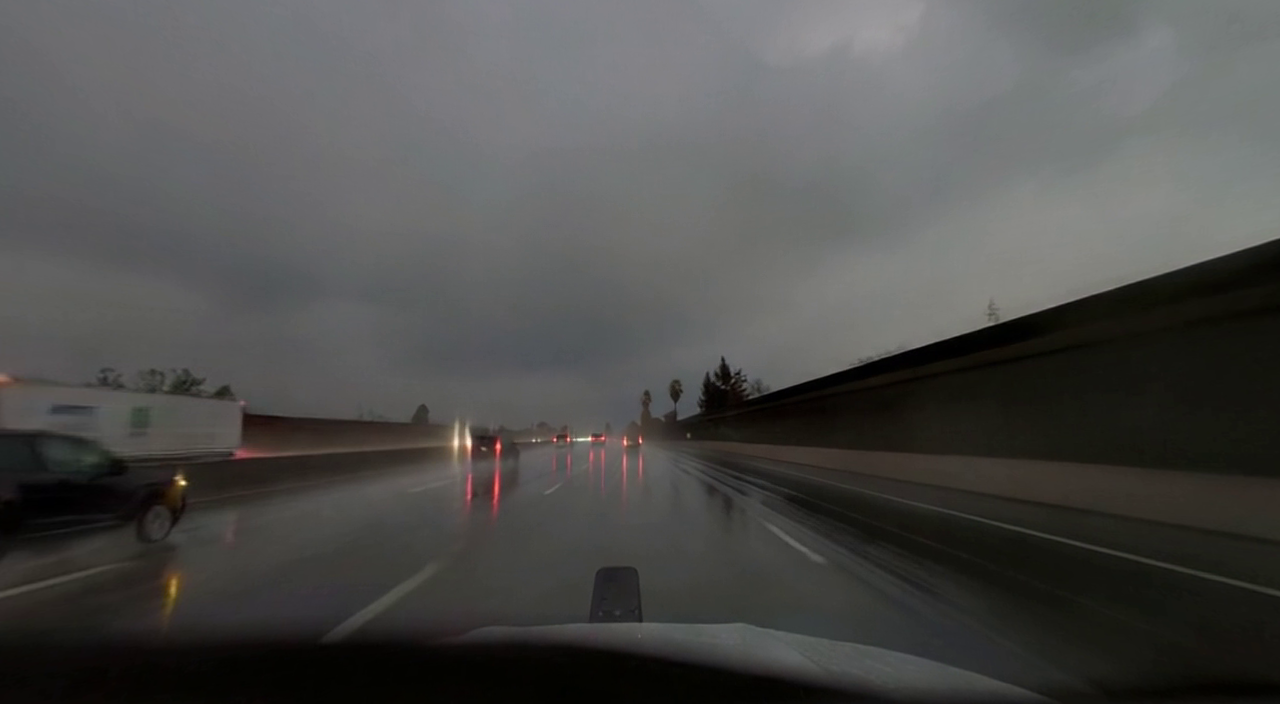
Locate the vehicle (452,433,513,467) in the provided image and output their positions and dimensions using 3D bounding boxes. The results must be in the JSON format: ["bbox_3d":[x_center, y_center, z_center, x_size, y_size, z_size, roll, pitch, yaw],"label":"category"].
[{"bbox_3d":[-7.652,4.783,30.951,1.972,1.532,4.222,0,-8,-1],"label":"vehicle"}]

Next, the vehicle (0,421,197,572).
[{"bbox_3d":[-7.484,1.522,6.783,2.003,1.523,4.741,0,-8,-1],"label":"vehicle"}]
